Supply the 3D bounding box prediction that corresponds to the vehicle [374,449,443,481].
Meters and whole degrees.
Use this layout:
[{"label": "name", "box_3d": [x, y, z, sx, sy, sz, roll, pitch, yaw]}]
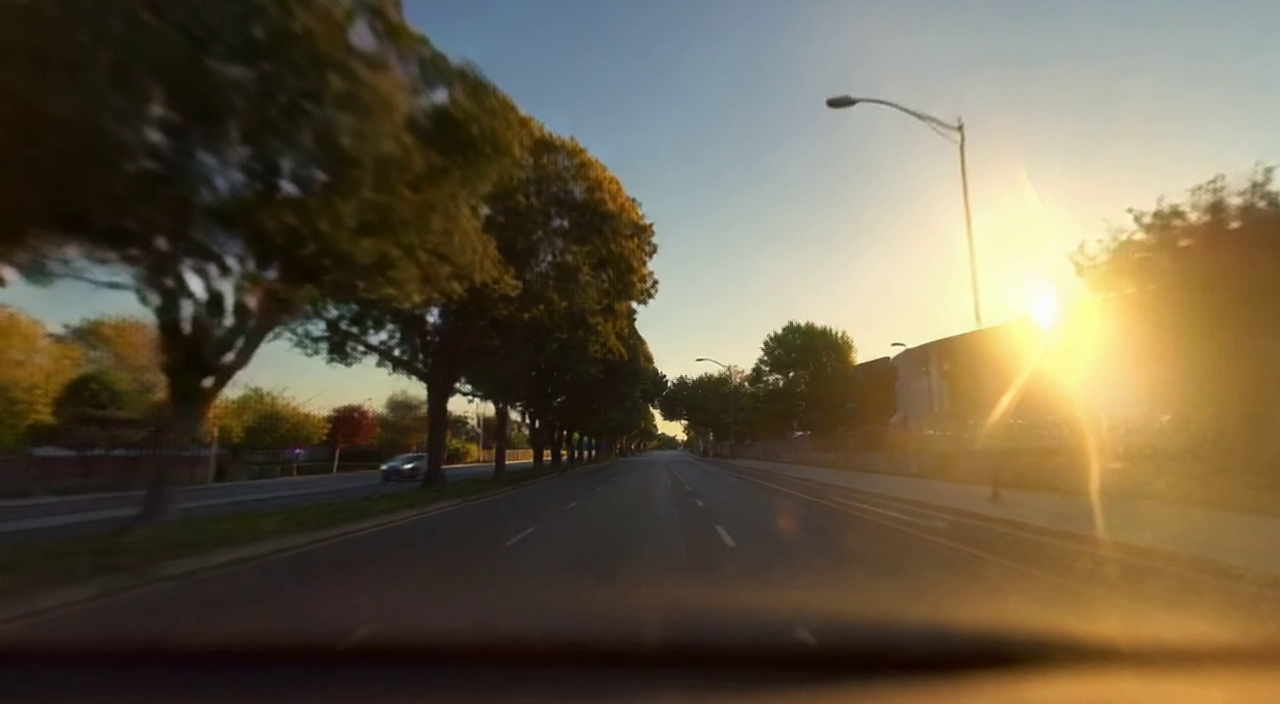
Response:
[{"label": "vehicle", "box_3d": [-13.042, 6.377, 35.821, 2.094, 1.638, 4.477, -1, -9, 2]}]
